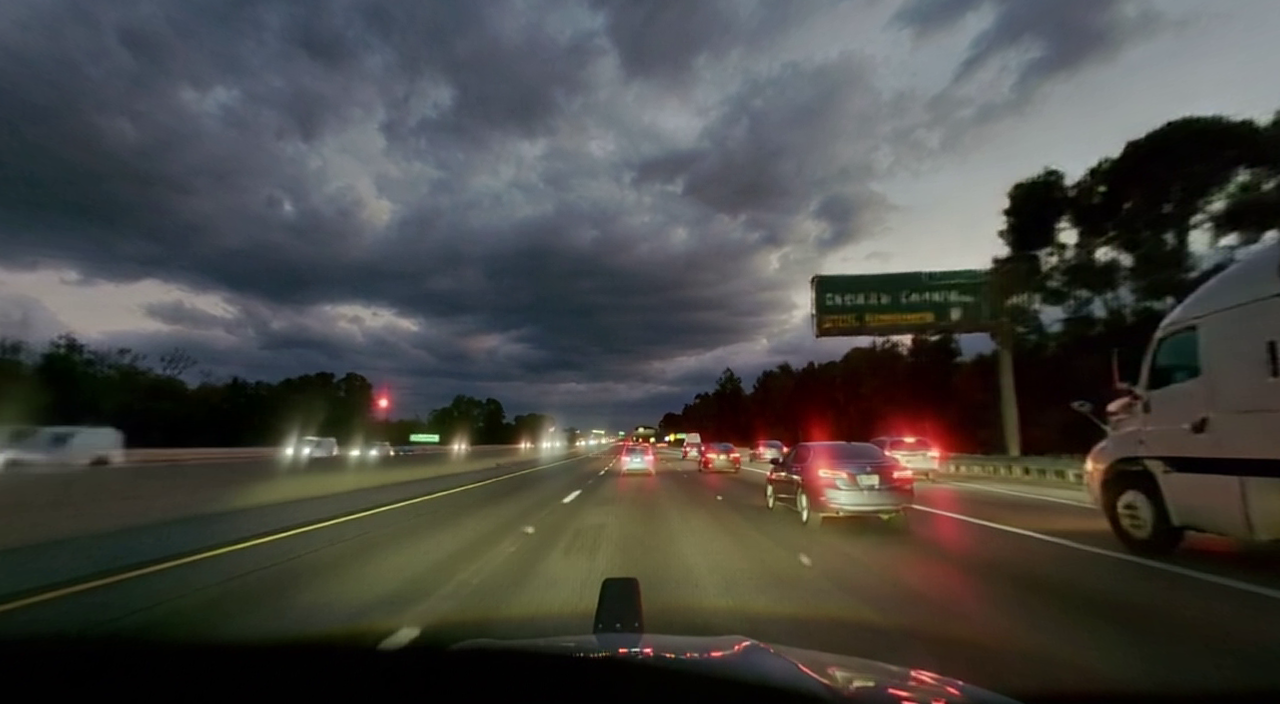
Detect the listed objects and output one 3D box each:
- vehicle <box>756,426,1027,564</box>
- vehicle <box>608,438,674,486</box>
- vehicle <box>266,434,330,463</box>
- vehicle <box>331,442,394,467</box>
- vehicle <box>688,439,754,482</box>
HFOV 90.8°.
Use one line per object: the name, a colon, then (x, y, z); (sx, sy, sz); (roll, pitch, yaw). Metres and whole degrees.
vehicle: (3.235, 1.947, 9.450); (1.993, 1.504, 4.781); (0, -9, -1)
vehicle: (0.014, 3.796, 22.089); (2.098, 1.475, 3.997); (0, -9, -1)
vehicle: (-25.603, 7.253, 47.452); (2.245, 2.020, 4.578); (0, -9, -1)
vehicle: (-17.800, 6.610, 40.780); (1.935, 1.491, 4.689); (0, -9, 0)
vehicle: (3.039, 4.164, 24.562); (1.856, 1.517, 4.198); (0, -9, -2)
